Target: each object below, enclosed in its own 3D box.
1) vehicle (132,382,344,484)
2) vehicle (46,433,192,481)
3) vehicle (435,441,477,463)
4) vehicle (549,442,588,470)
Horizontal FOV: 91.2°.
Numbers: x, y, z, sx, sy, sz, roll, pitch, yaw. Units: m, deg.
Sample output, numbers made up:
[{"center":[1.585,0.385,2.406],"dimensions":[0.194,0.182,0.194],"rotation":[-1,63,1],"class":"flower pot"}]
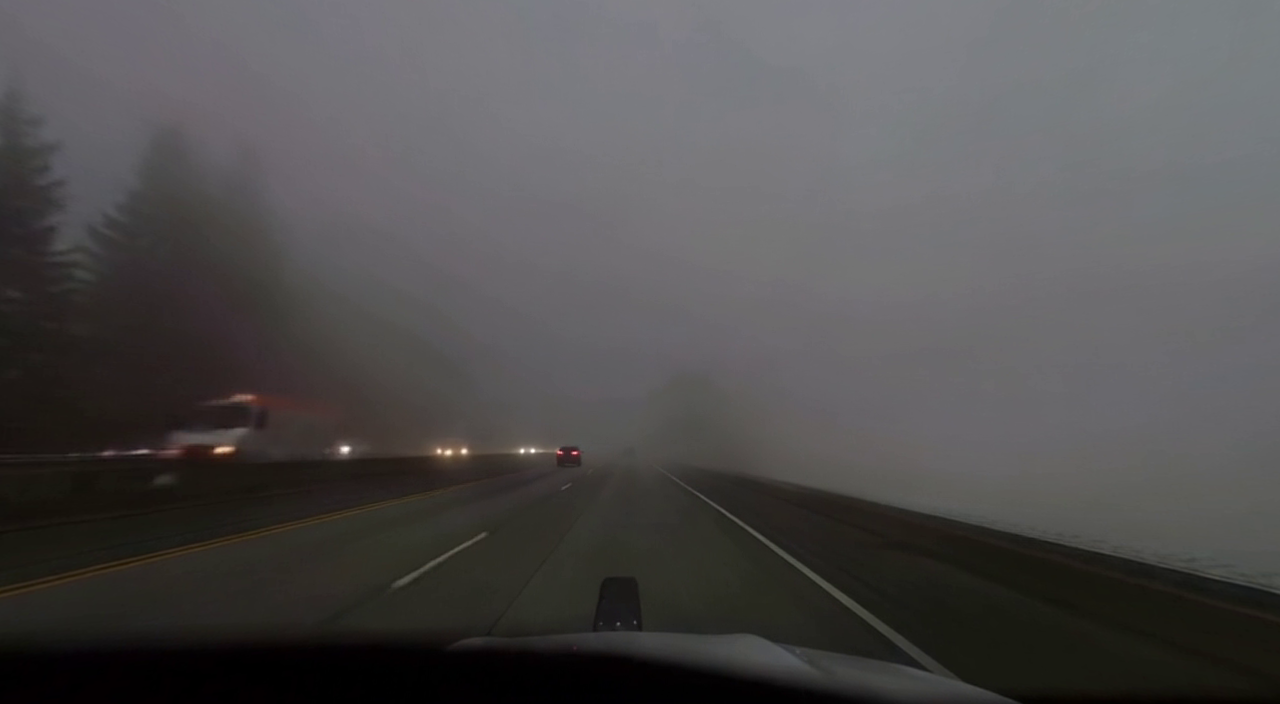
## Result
[{"center":[-12.879,2.810,21.106],"dimensions":[2.343,2.825,7.354],"rotation":[0,-9,-1],"class":"vehicle"},{"center":[-18.085,3.677,22.039],"dimensions":[1.825,1.500,3.914],"rotation":[0,-9,-2],"class":"vehicle"},{"center":[-13.382,7.316,45.737],"dimensions":[1.842,1.495,3.909],"rotation":[0,-9,0],"class":"vehicle"},{"center":[-4.569,6.747,40.644],"dimensions":[2.098,1.692,4.038],"rotation":[0,-9,-1],"class":"vehicle"}]
